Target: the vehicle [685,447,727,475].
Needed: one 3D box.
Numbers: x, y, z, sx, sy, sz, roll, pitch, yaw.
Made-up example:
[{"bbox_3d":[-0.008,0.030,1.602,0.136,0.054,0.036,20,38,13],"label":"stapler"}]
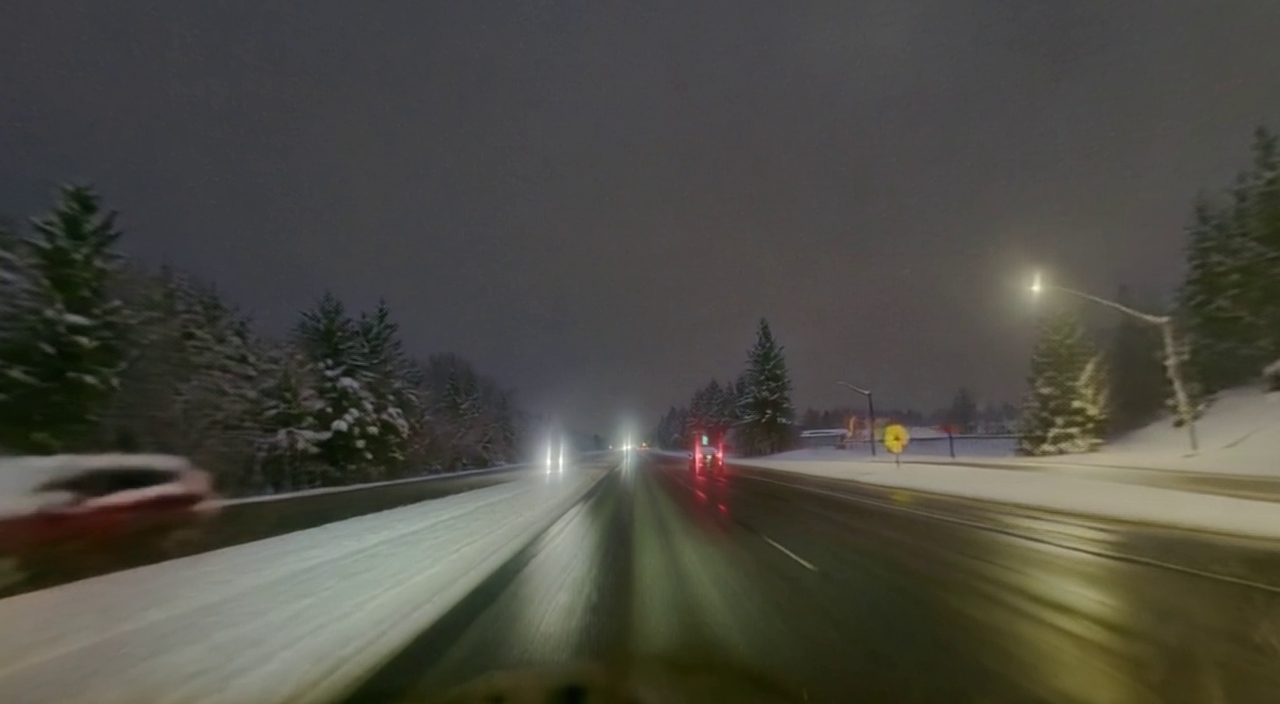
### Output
[{"bbox_3d":[3.909,6.504,37.871,2.013,1.584,3.995,0,-9,-1],"label":"vehicle"}]
